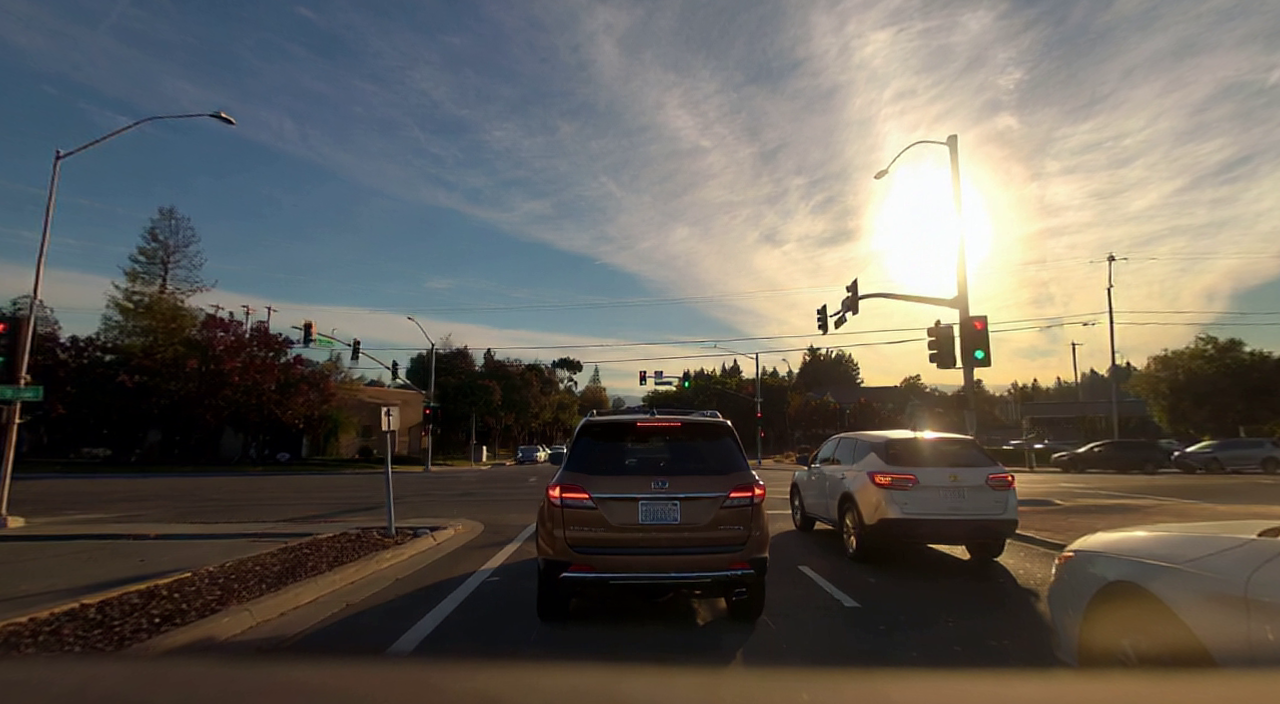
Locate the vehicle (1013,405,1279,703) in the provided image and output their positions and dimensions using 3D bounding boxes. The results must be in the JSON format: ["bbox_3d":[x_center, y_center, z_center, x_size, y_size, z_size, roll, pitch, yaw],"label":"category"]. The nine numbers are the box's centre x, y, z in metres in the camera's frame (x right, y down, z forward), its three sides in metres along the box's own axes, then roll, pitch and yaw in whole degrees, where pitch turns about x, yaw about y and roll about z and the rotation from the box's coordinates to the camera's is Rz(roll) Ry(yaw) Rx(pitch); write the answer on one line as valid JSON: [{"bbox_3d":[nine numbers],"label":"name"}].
[{"bbox_3d":[3.155,0.815,1.439,1.924,1.466,4.461,0,-8,1],"label":"vehicle"}]

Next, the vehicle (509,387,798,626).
[{"bbox_3d":[0.103,1.494,7.075,2.170,1.793,4.468,0,-8,0],"label":"vehicle"}]

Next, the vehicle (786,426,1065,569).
[{"bbox_3d":[3.526,1.860,8.866,1.861,1.495,4.215,0,-8,-1],"label":"vehicle"}]
